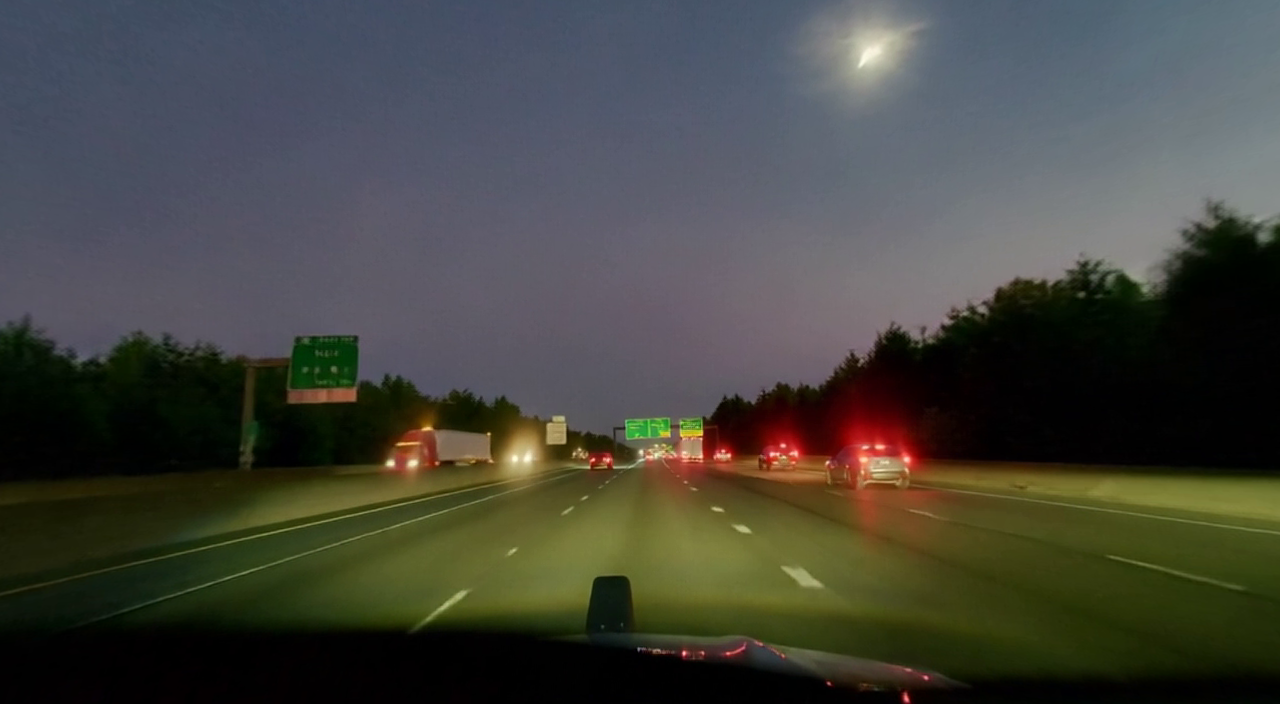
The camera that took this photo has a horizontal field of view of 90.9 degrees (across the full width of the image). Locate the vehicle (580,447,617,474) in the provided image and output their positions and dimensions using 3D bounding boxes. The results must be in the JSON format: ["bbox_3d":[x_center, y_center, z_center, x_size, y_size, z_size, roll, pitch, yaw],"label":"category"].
[{"bbox_3d":[-2.688,7.174,41.866,2.086,1.650,4.122,0,-9,2],"label":"vehicle"}]
